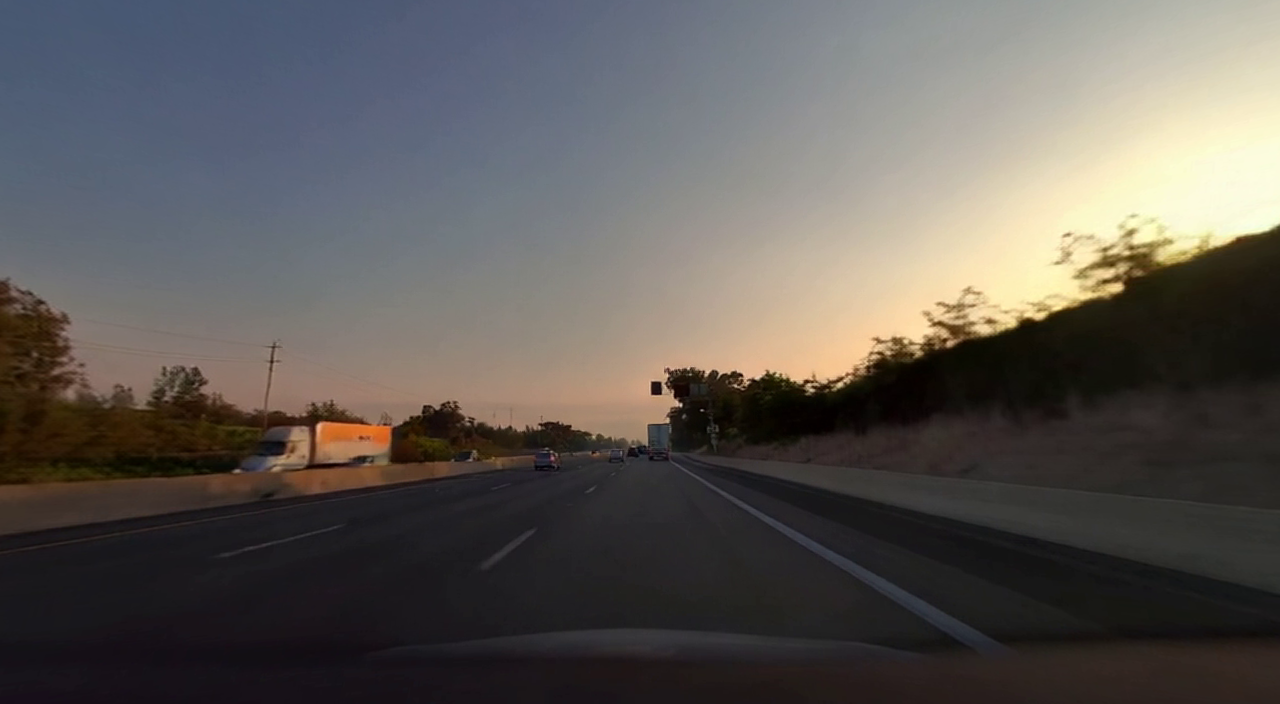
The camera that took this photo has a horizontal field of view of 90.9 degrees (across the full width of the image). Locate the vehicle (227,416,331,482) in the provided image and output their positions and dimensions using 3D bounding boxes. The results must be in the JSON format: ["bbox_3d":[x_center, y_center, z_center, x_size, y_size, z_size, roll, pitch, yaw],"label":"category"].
[{"bbox_3d":[-22.941,6.225,40.494,2.969,3.923,5.892,0,-9,1],"label":"vehicle"}]

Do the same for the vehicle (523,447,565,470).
[{"bbox_3d":[-6.598,7.381,43.788,2.031,1.521,4.503,0,-9,2],"label":"vehicle"}]

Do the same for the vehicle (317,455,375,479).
[{"bbox_3d":[-18.964,7.397,40.838,1.717,1.429,3.989,0,-9,1],"label":"vehicle"}]
